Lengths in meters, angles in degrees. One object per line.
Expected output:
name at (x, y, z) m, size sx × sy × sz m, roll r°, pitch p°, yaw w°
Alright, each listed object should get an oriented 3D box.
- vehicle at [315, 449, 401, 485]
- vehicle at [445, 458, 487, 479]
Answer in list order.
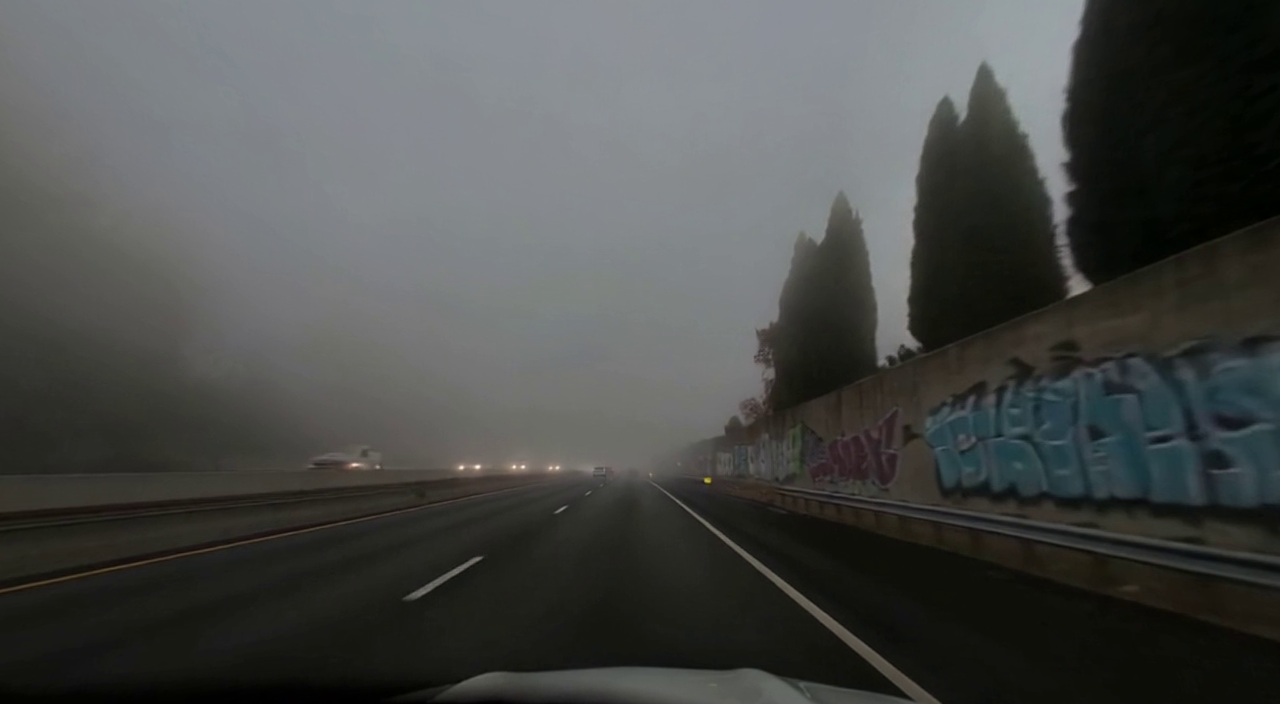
vehicle at (-14.075, 5.801, 31.801) m, size 2.067 × 1.613 × 4.843 m, roll 1°, pitch -11°, yaw 0°
vehicle at (-13.557, 9.149, 49.400) m, size 2.015 × 1.496 × 4.666 m, roll 1°, pitch -11°, yaw 0°
